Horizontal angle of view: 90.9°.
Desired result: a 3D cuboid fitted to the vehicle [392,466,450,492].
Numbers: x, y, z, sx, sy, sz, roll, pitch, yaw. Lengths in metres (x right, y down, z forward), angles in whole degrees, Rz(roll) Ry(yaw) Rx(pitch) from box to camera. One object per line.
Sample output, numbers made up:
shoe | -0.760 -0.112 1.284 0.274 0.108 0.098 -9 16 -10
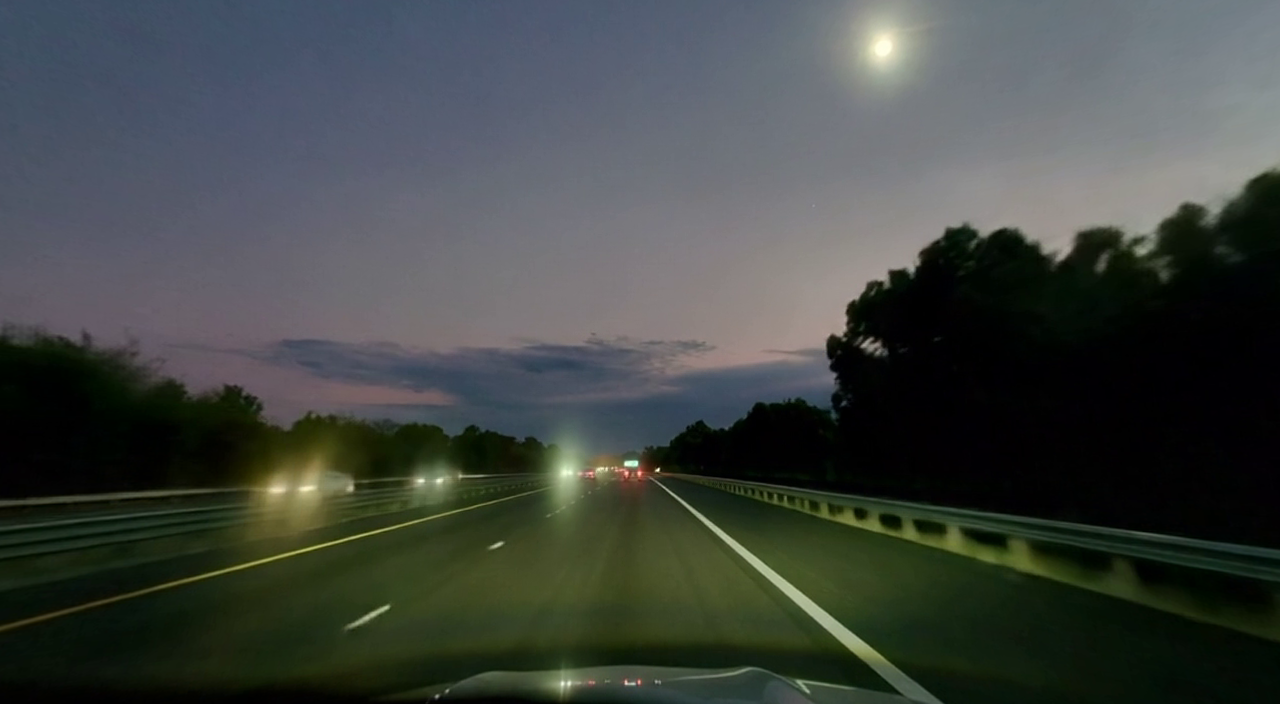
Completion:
vehicle | -13.126 7.615 38.021 1.882 1.445 4.296 1 -11 1
